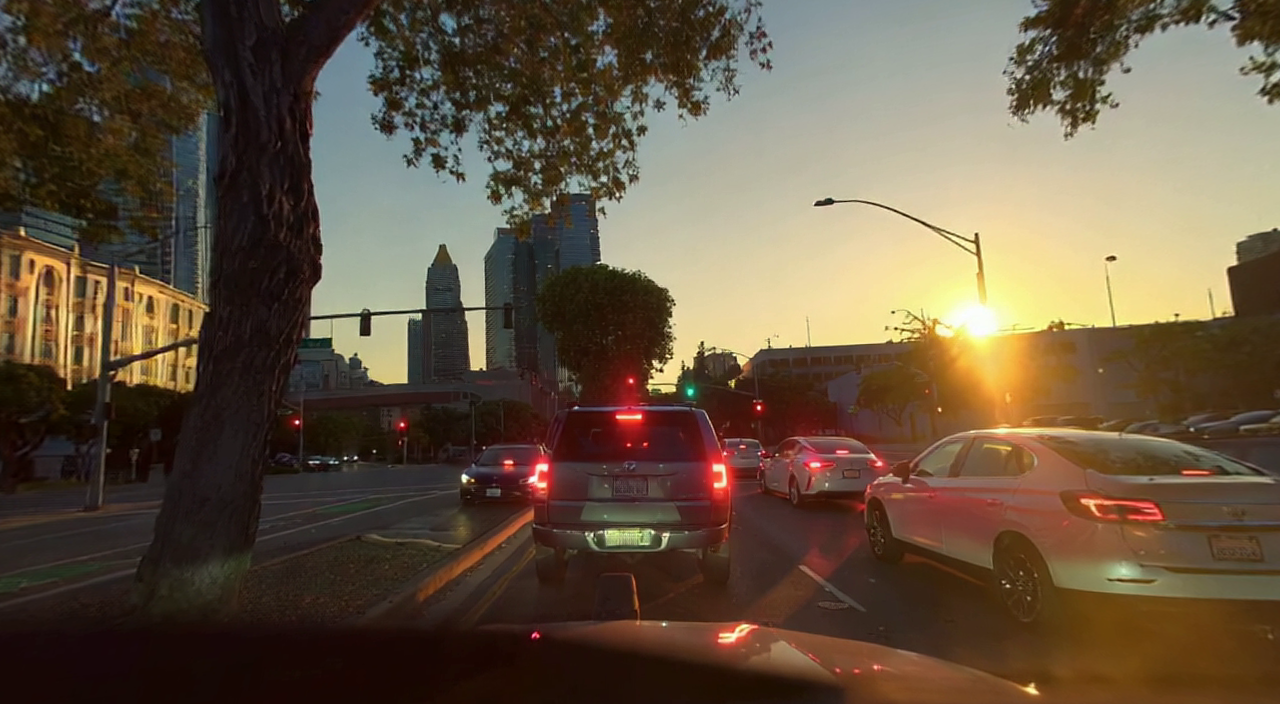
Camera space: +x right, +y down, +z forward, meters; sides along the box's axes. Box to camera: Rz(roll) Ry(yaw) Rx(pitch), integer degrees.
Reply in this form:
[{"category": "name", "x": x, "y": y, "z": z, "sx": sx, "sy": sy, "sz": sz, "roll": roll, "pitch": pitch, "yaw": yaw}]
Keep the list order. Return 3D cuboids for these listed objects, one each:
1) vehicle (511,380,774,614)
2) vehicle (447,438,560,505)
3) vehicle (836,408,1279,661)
[{"category": "vehicle", "x": -0.030, "y": 1.457, "z": 7.264, "sx": 2.038, "sy": 1.819, "sz": 4.505, "roll": 0, "pitch": -8, "yaw": -1}, {"category": "vehicle", "x": -3.306, "y": 2.980, "z": 16.209, "sx": 1.913, "sy": 1.464, "sz": 4.276, "roll": 0, "pitch": -8, "yaw": 0}, {"category": "vehicle", "x": 3.646, "y": 1.413, "z": 6.077, "sx": 1.995, "sy": 1.483, "sz": 4.533, "roll": 0, "pitch": -8, "yaw": -1}]
